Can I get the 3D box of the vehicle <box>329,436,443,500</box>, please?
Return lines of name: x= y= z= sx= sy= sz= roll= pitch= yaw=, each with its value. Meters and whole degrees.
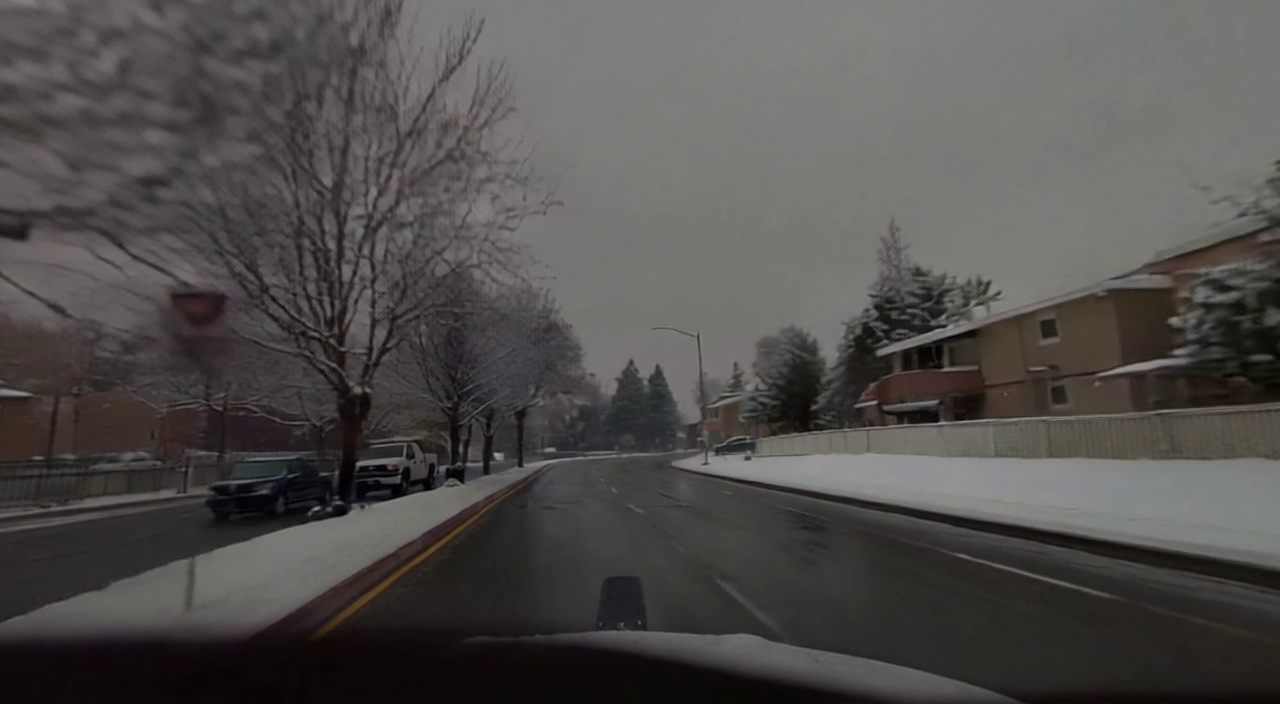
vehicle: x=-8.095 y=3.694 z=20.598 sx=2.196 sy=1.809 sz=4.857 roll=1 pitch=-8 yaw=-6

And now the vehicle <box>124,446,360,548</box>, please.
vehicle: x=-6.948 y=2.500 z=11.640 sx=1.888 sy=1.476 sz=4.286 roll=1 pitch=-8 yaw=-6
